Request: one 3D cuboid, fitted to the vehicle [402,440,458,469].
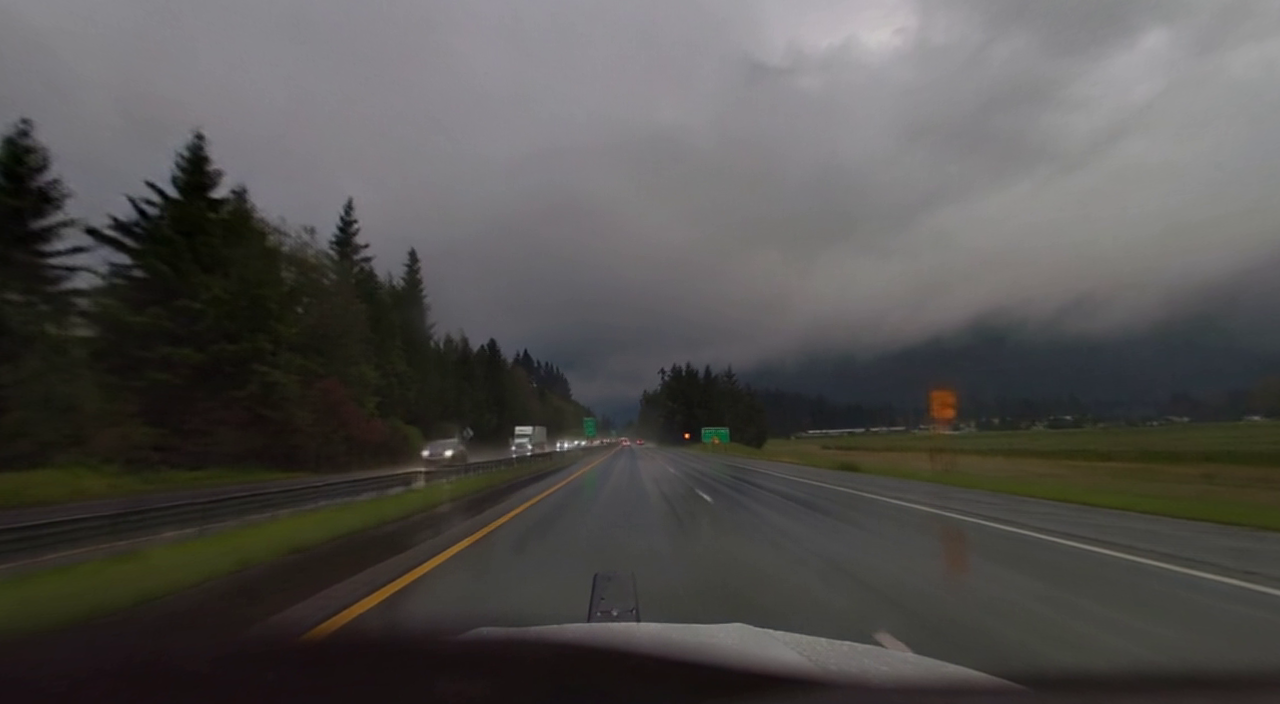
[{"bbox_3d":[-13.085,6.398,39.497,1.966,1.729,4.312,-1,-8,0],"label":"vehicle"}]
